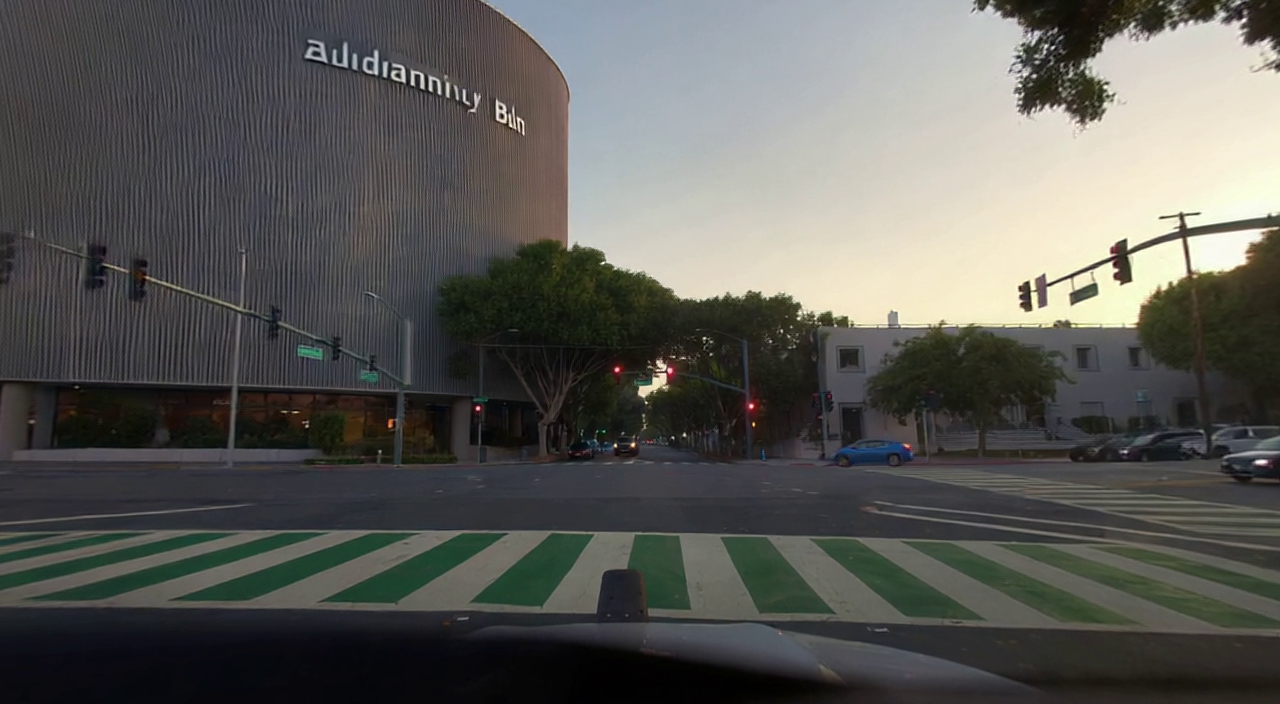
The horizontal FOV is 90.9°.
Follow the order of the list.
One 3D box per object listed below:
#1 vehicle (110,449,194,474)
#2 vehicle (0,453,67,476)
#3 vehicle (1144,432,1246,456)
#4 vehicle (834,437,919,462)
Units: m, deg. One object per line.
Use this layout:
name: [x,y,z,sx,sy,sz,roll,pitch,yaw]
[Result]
vehicle: [-33.050,7.406,42.760,4.136,1.661,1.857,0,-8,1]
vehicle: [-41.639,7.639,42.776,3.698,1.467,1.779,0,-8,1]
vehicle: [36.188,6.020,41.183,4.767,1.456,1.858,-1,-8,3]
vehicle: [14.550,6.037,39.049,4.529,1.457,1.981,-1,-9,7]
